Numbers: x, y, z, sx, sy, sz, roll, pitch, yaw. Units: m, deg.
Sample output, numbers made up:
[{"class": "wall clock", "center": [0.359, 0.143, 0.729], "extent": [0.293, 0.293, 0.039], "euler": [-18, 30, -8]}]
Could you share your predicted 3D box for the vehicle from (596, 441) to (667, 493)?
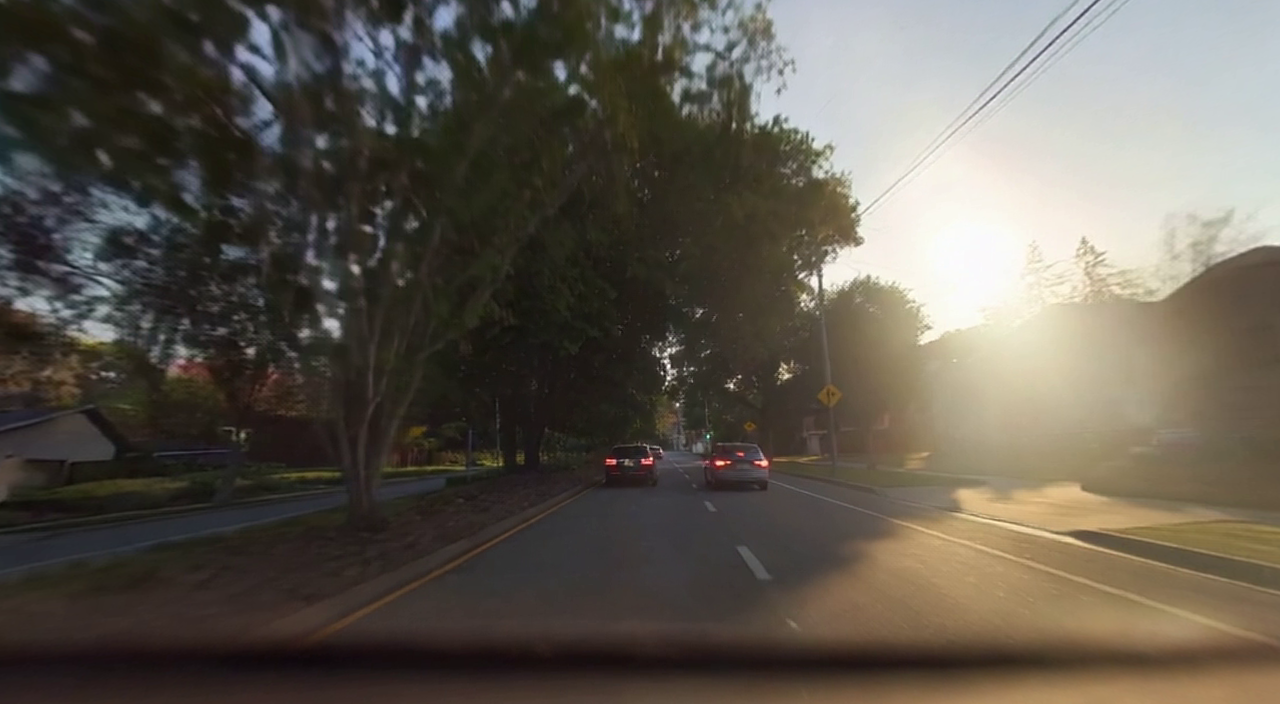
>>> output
[{"class": "vehicle", "center": [-0.158, 3.646, 20.316], "extent": [2.030, 1.467, 4.403], "euler": [-1, -9, 3]}]

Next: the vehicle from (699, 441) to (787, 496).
[{"class": "vehicle", "center": [2.959, 3.449, 19.010], "extent": [2.065, 1.456, 4.099], "euler": [0, -9, 1]}]
